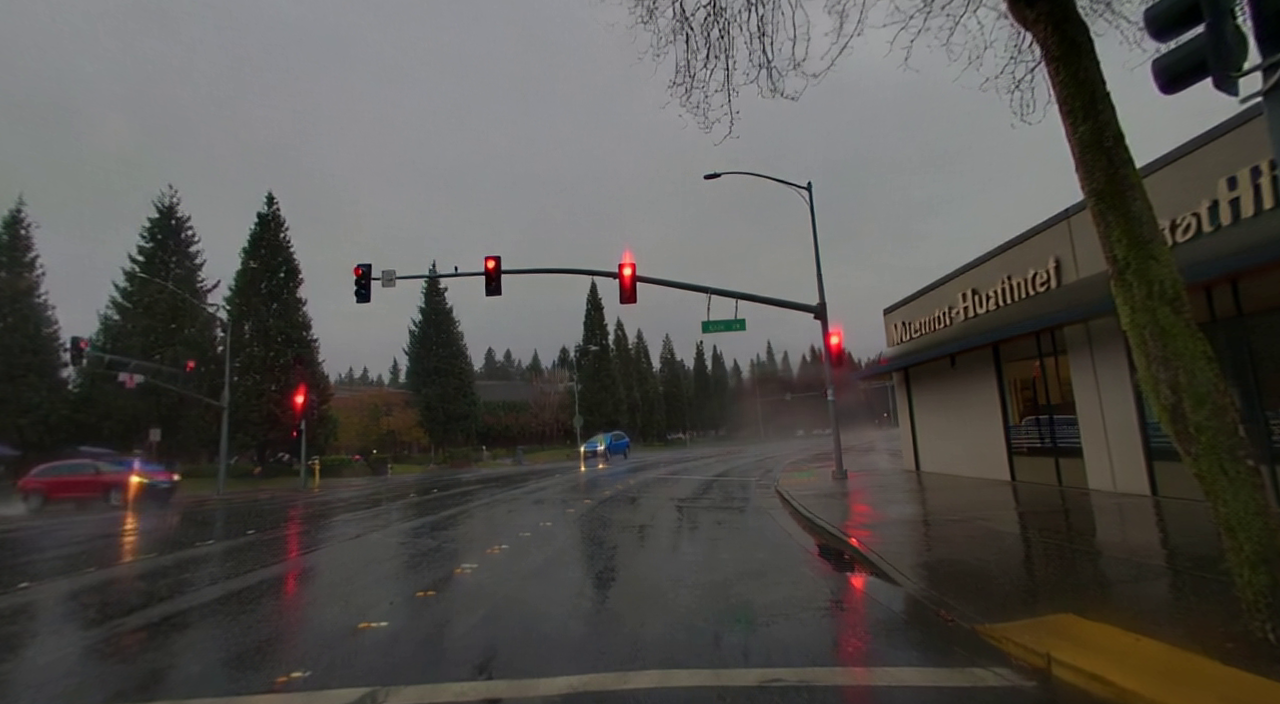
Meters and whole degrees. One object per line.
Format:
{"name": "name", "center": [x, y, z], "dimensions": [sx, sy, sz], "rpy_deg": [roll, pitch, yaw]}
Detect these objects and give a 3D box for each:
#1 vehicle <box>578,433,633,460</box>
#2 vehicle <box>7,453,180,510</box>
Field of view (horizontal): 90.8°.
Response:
{"name": "vehicle", "center": [-2.333, 6.592, 44.083], "dimensions": [2.244, 1.792, 4.648], "rpy_deg": [-3, -9, 19]}
{"name": "vehicle", "center": [-18.638, 4.362, 21.613], "dimensions": [4.715, 1.745, 2.026], "rpy_deg": [-3, -9, 15]}
